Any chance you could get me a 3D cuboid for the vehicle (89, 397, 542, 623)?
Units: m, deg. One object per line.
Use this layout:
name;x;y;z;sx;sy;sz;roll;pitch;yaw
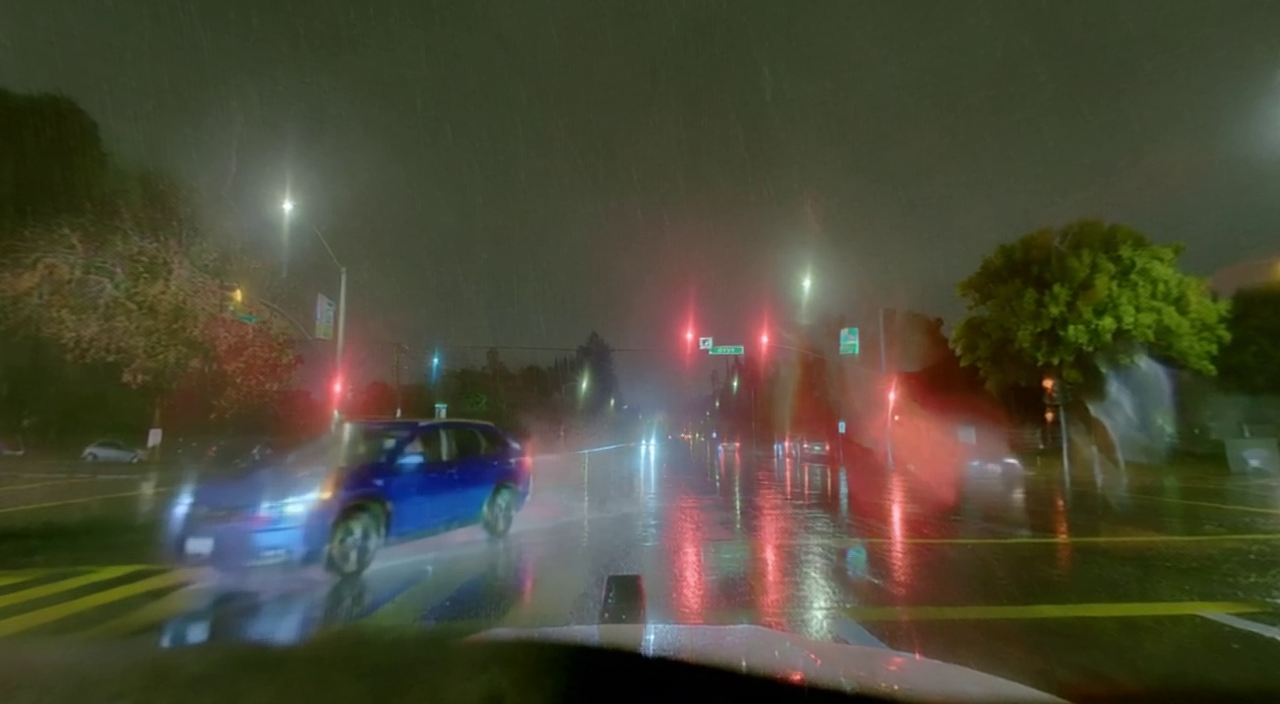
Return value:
vehicle;-3.169;1.614;7.518;2.134;1.768;4.580;-3;-9;17
